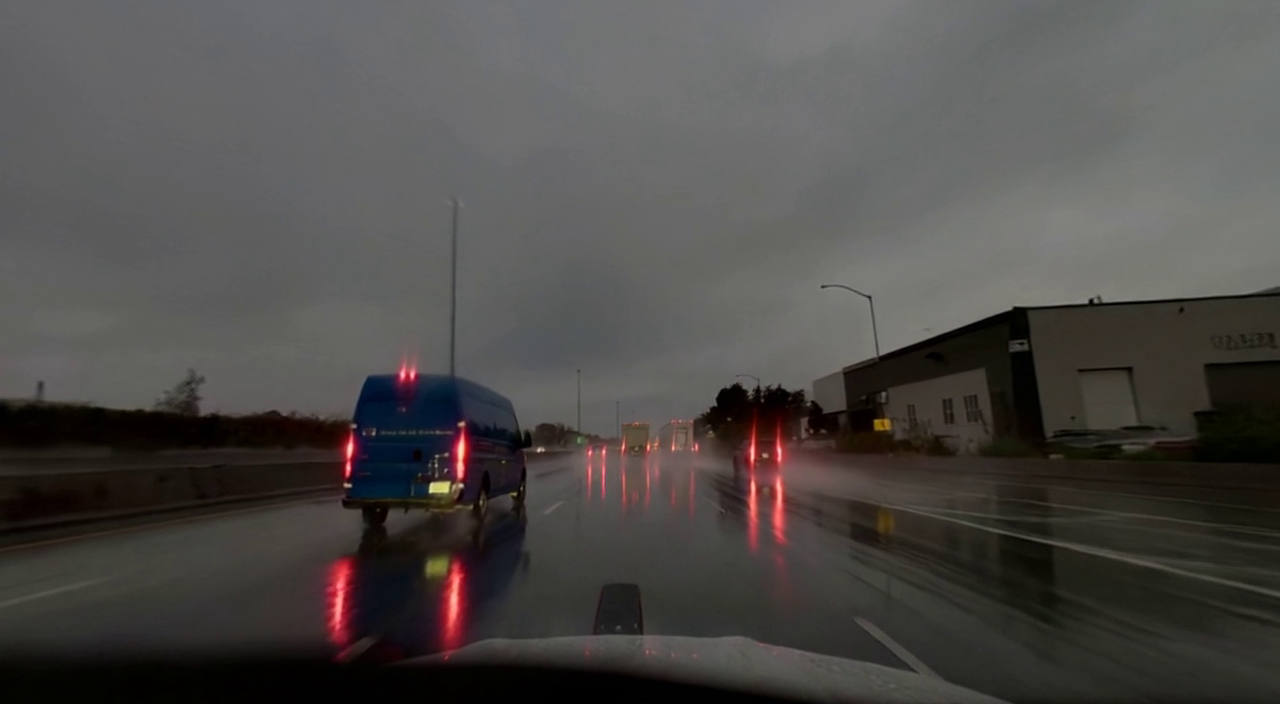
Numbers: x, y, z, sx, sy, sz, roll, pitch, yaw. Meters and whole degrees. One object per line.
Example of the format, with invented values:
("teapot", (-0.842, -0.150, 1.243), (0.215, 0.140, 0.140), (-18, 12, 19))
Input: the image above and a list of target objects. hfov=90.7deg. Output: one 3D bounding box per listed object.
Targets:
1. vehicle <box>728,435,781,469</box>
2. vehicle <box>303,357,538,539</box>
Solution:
("vehicle", (6.989, 6.216, 39.373), (2.216, 1.918, 5.742), (0, -8, 0))
("vehicle", (-3.999, 1.989, 13.405), (2.557, 2.855, 6.674), (0, -8, 0))
